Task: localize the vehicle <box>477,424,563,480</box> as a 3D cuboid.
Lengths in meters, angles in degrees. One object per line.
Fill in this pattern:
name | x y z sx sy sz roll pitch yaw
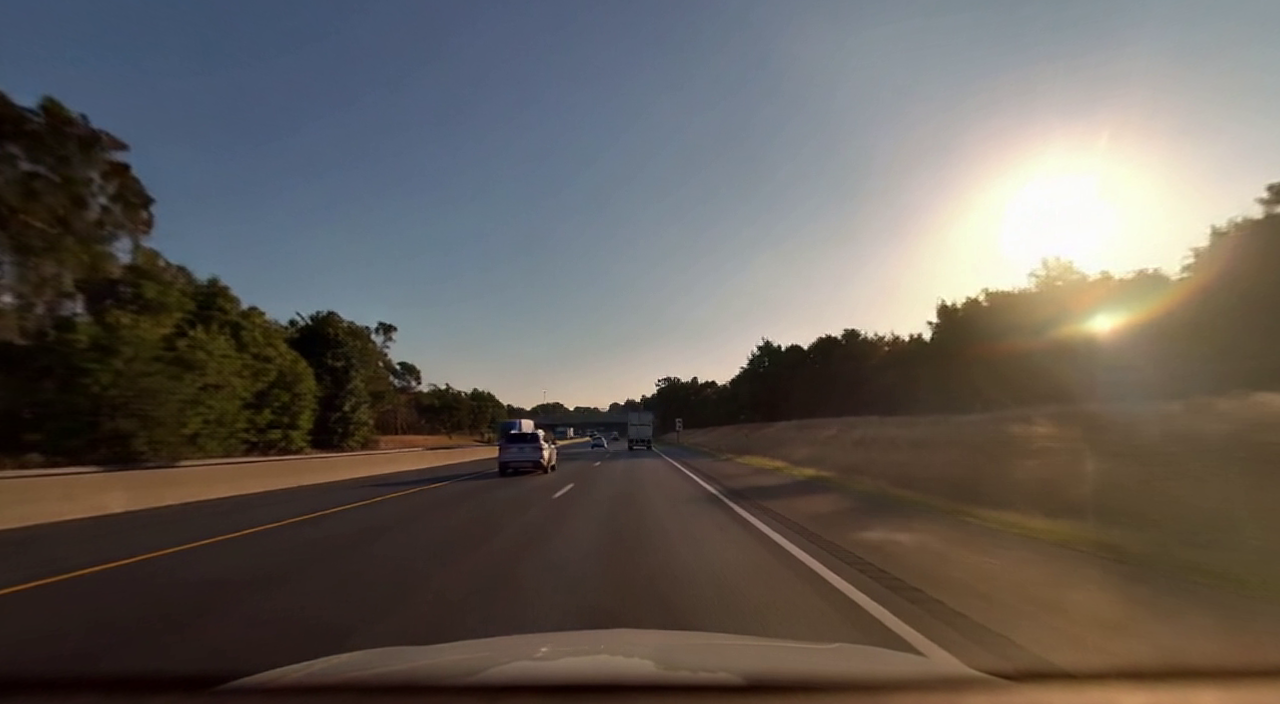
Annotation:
vehicle | -3.863 3.282 21.063 2.045 1.655 4.301 0 -8 0
